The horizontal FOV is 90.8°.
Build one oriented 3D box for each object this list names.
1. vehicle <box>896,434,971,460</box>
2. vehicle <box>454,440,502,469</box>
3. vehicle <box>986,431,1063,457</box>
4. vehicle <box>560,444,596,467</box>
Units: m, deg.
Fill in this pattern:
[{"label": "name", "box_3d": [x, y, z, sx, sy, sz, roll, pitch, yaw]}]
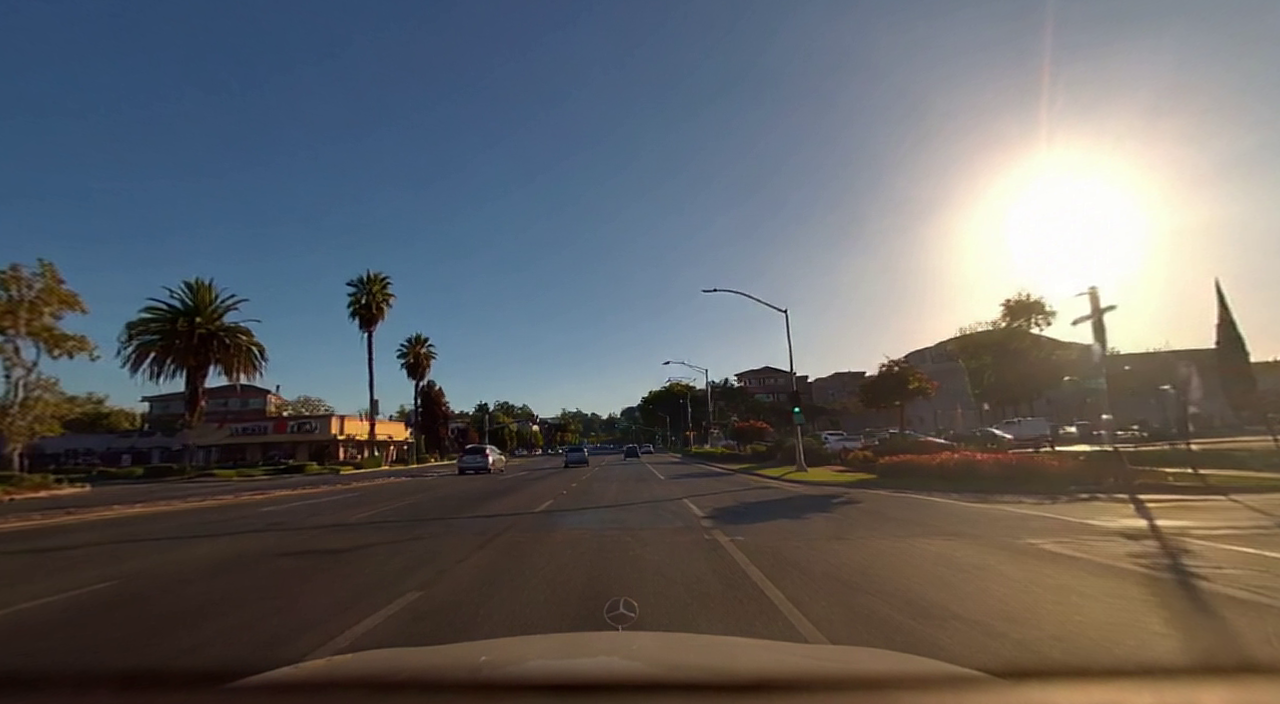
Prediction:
[{"label": "vehicle", "box_3d": [20.258, 6.590, 43.687, 4.548, 1.741, 1.971, -4, -10, 26]}, {"label": "vehicle", "box_3d": [-10.447, 6.606, 40.985, 2.022, 1.746, 4.406, 0, -9, -1]}, {"label": "vehicle", "box_3d": [26.563, 6.400, 43.866, 4.294, 1.705, 2.233, -5, -10, 27]}, {"label": "vehicle", "box_3d": [-4.181, 7.032, 43.202, 2.181, 1.483, 4.123, 0, -9, -1]}]
